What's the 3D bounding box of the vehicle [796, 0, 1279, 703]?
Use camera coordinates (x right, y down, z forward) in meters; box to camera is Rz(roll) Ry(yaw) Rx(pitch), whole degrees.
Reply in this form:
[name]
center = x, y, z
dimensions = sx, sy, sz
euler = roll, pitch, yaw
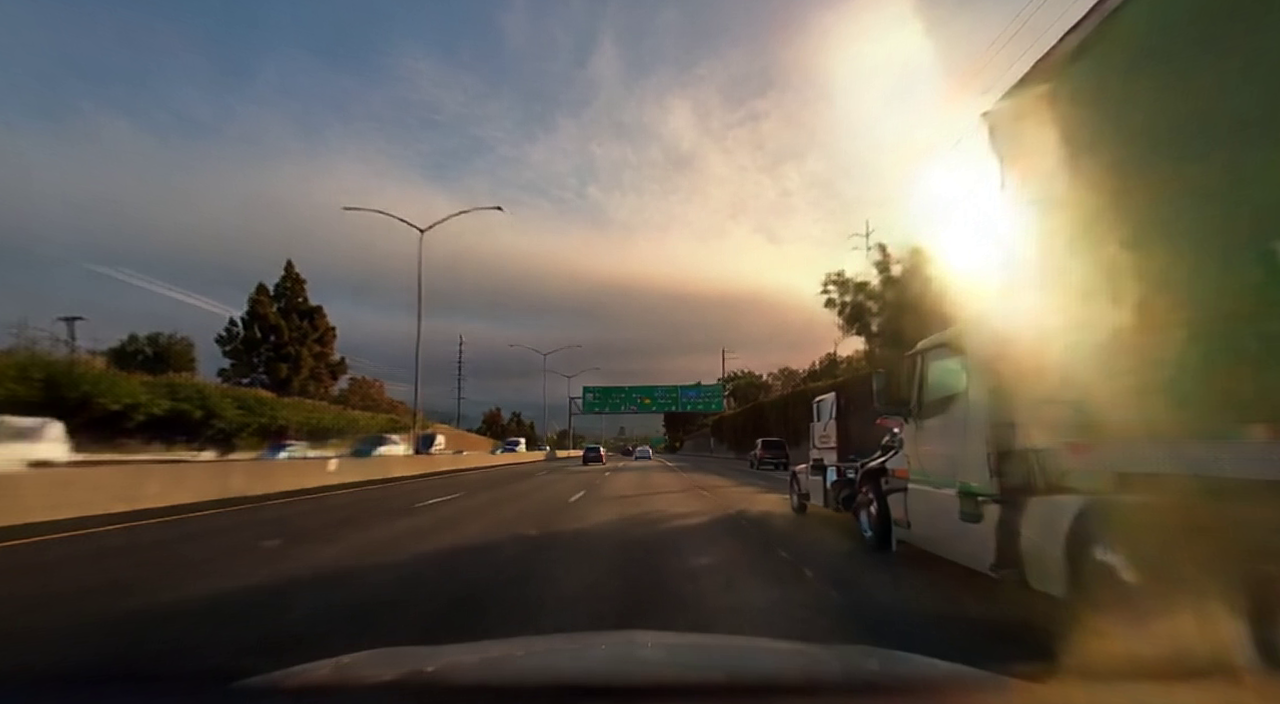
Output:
[vehicle]
center = 3.943, -0.315, 2.243
dimensions = 2.899, 4.078, 16.430
euler = 0, -9, 1
